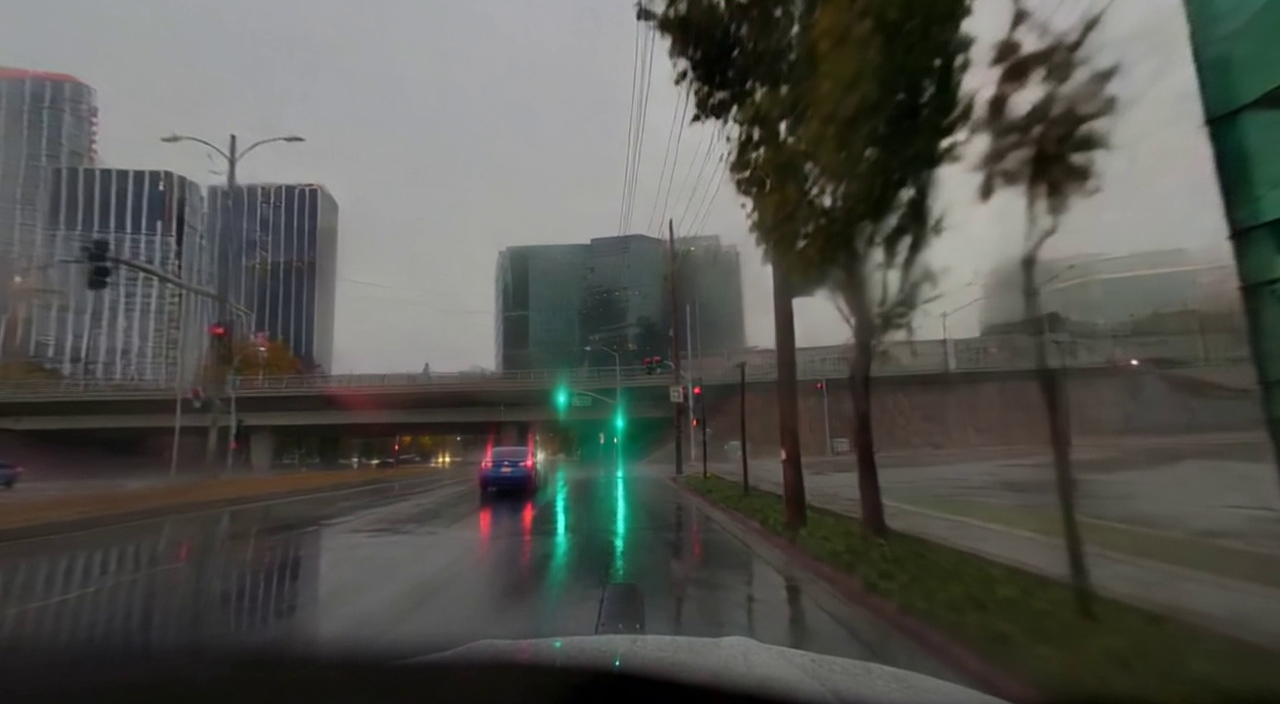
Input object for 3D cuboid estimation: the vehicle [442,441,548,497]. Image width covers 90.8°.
[{"bbox_3d":[-4.129,3.429,18.867,2.154,1.465,4.532,0,-9,-1],"label":"vehicle"}]
